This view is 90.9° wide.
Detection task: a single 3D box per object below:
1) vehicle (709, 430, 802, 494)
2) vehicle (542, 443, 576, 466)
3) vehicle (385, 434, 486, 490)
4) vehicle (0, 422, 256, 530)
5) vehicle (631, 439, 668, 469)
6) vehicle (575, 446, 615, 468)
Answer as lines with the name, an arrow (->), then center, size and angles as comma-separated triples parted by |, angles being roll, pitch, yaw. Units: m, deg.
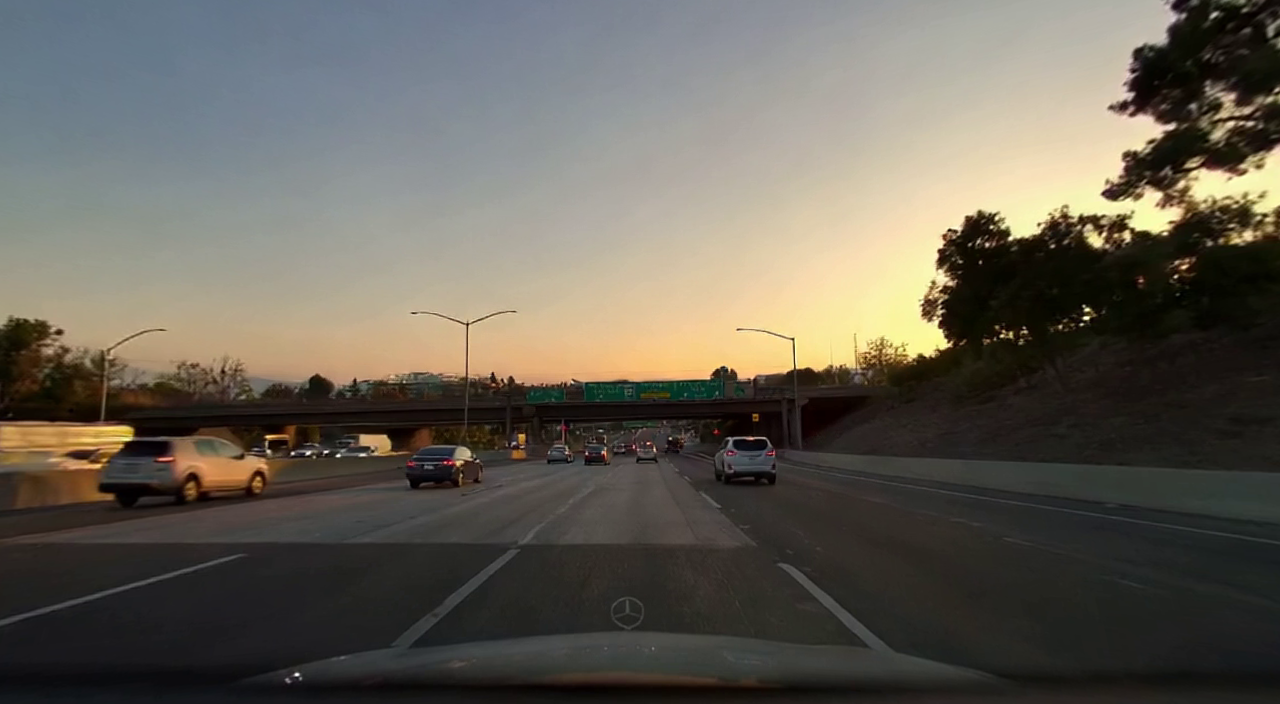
vehicle -> 3.590, 3.505, 20.547 | 2.083, 1.823, 4.627 | 0, -8, -1
vehicle -> -6.084, 7.721, 47.766 | 1.992, 1.604, 3.966 | 0, -8, 1
vehicle -> -6.691, 3.632, 21.149 | 1.946, 1.688, 4.019 | 0, -8, 1
vehicle -> -11.130, 2.537, 13.604 | 2.292, 1.848, 5.285 | 0, -8, 0
vehicle -> 0.580, 6.197, 38.508 | 2.133, 1.739, 3.925 | 0, -8, 1
vehicle -> -2.952, 7.012, 42.290 | 2.205, 1.406, 4.286 | 0, -8, 2
